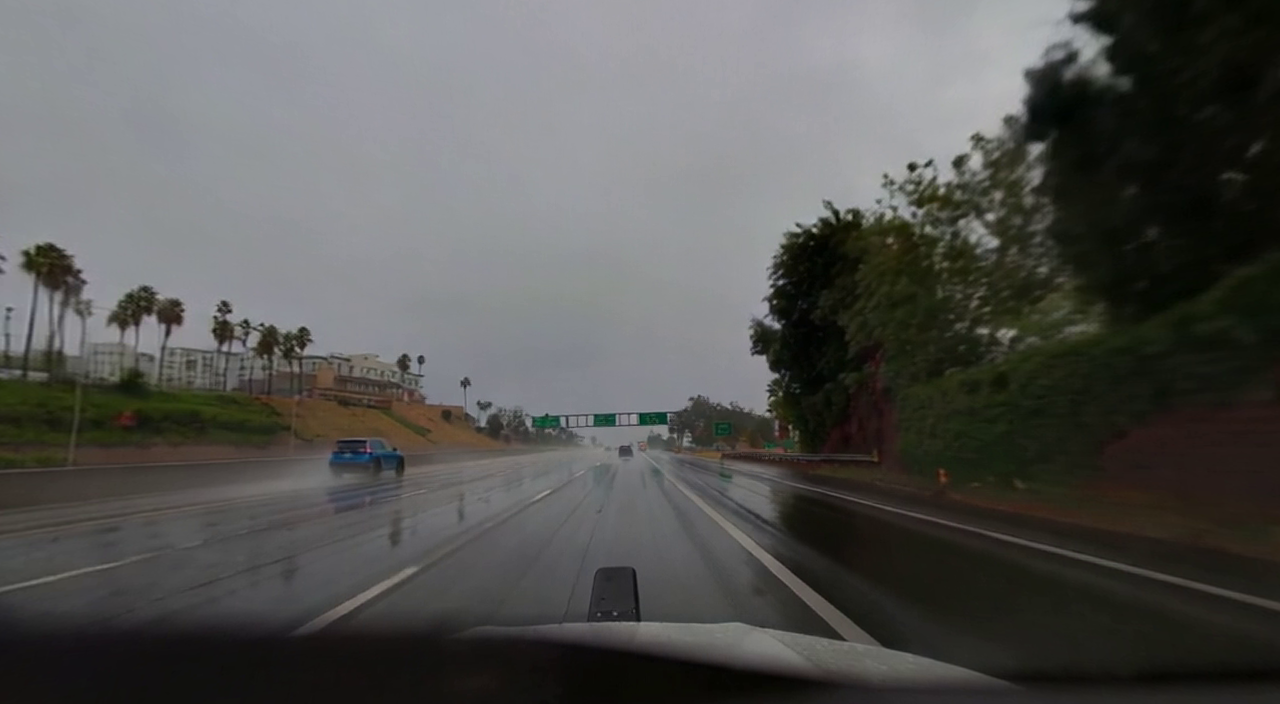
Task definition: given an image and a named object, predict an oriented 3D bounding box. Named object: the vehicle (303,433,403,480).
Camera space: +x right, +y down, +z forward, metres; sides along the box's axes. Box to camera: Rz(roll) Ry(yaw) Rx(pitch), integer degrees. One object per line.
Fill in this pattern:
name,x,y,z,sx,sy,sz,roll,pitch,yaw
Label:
vehicle,-11.815,4.321,26.403,2.016,1.754,4.543,0,-8,0
